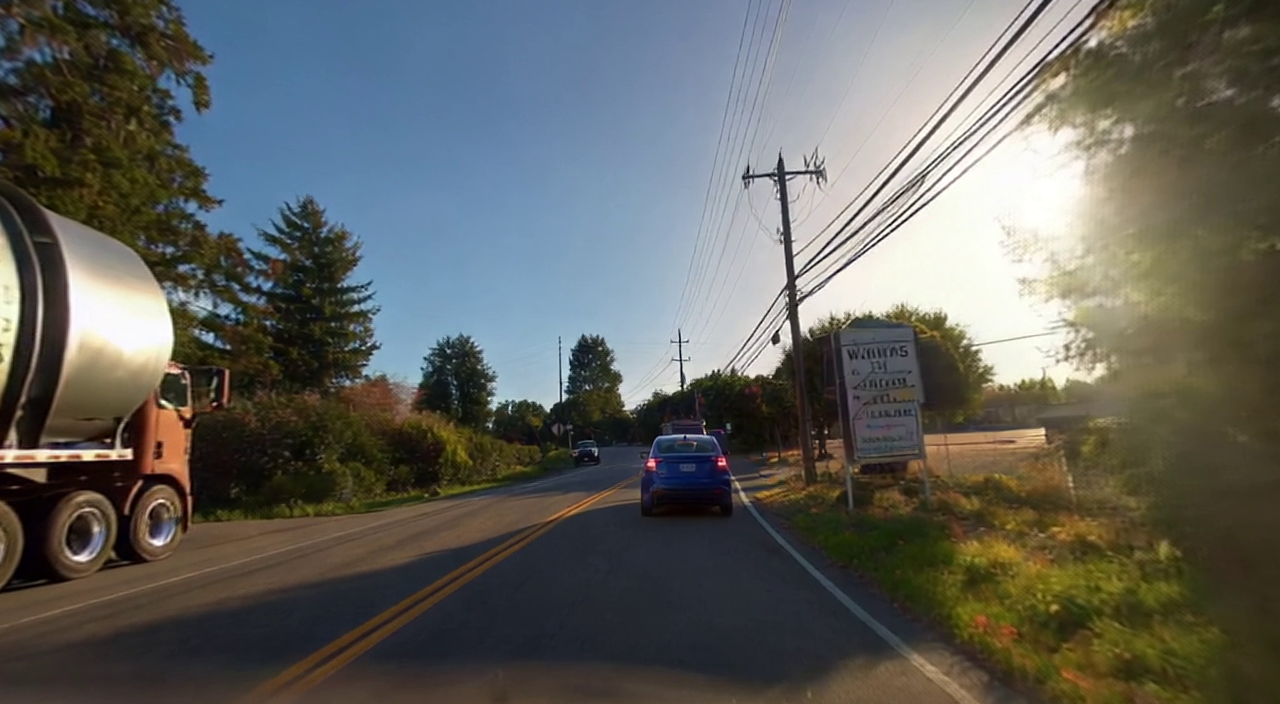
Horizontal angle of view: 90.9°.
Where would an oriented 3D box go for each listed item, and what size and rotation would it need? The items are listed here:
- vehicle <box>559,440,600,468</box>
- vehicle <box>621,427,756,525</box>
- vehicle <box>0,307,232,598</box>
[{"bbox_3d":[-4.824,7.991,49.629,2.668,1.981,5.575,2,-9,-11],"label":"vehicle"},{"bbox_3d":[0.787,2.207,11.730,2.081,1.503,3.726,0,-8,1],"label":"vehicle"},{"bbox_3d":[-8.547,1.172,6.188,3.395,3.071,7.634,-7,-6,6],"label":"vehicle"}]
